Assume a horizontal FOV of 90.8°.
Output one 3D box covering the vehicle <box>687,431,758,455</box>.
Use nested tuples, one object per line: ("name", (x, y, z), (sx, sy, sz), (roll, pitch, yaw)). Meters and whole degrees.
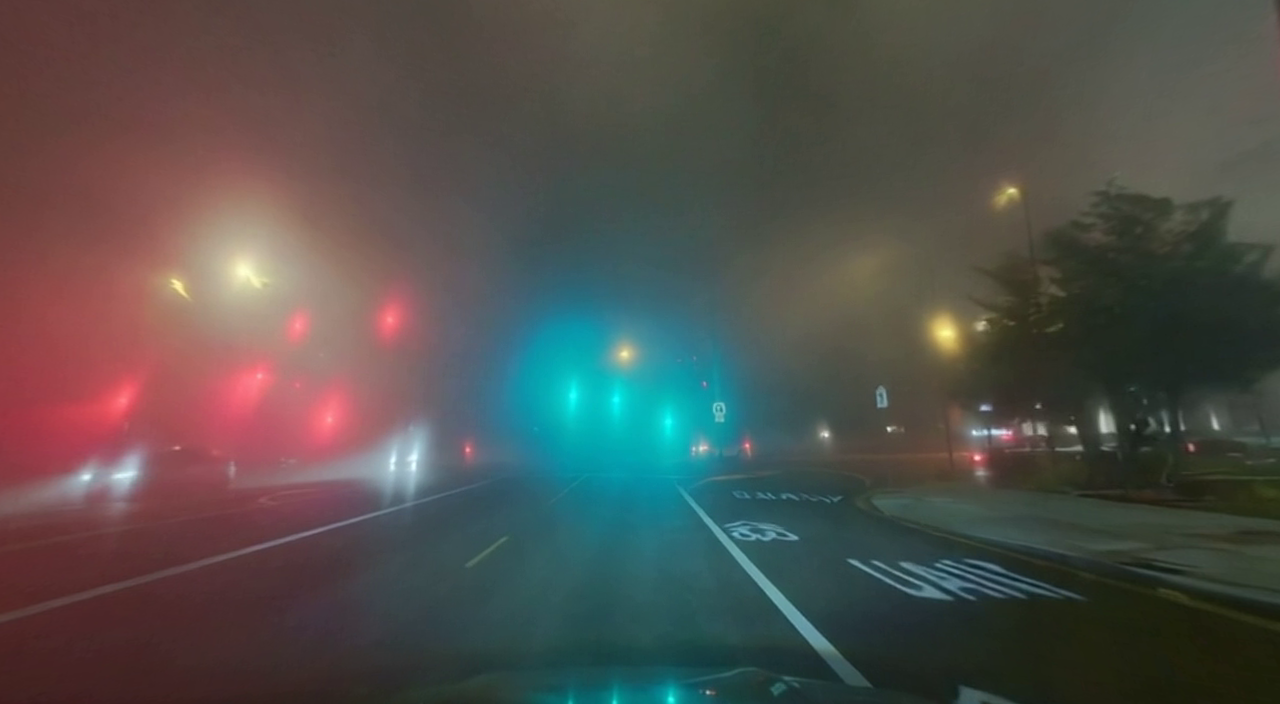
("vehicle", (5.790, 6.360, 44.226), (4.572, 1.599, 1.938), (4, -9, -24))

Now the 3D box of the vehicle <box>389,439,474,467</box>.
("vehicle", (-12.321, 5.996, 37.598), (1.912, 1.500, 4.577), (-6, -10, 32))

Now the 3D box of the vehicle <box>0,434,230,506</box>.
("vehicle", (-13.306, 2.986, 16.432), (2.111, 1.598, 4.359), (-1, -9, 5))
